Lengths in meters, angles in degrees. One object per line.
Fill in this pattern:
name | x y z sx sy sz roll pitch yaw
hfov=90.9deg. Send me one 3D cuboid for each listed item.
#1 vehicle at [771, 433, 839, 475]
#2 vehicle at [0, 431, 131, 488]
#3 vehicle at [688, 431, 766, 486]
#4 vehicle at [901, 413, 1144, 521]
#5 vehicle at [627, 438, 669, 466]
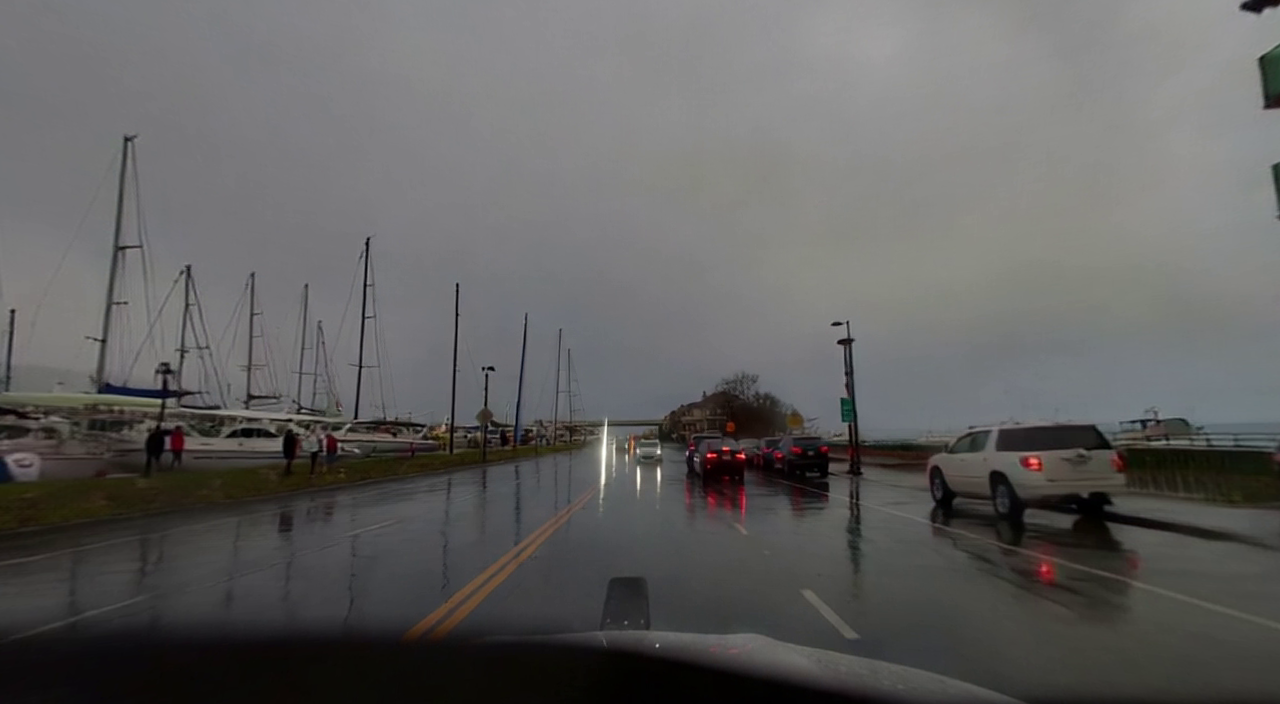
vehicle | 7.885 4.927 30.621 1.969 1.852 4.514 0 -8 -1
vehicle | -18.073 3.149 18.715 1.840 1.522 4.695 -1 -8 3
vehicle | 2.768 3.515 21.049 2.047 1.640 4.051 0 -8 0
vehicle | 7.837 2.409 13.752 2.056 1.896 5.062 0 -8 -1
vehicle | 0.474 5.806 36.719 2.284 1.496 3.949 0 -8 1
